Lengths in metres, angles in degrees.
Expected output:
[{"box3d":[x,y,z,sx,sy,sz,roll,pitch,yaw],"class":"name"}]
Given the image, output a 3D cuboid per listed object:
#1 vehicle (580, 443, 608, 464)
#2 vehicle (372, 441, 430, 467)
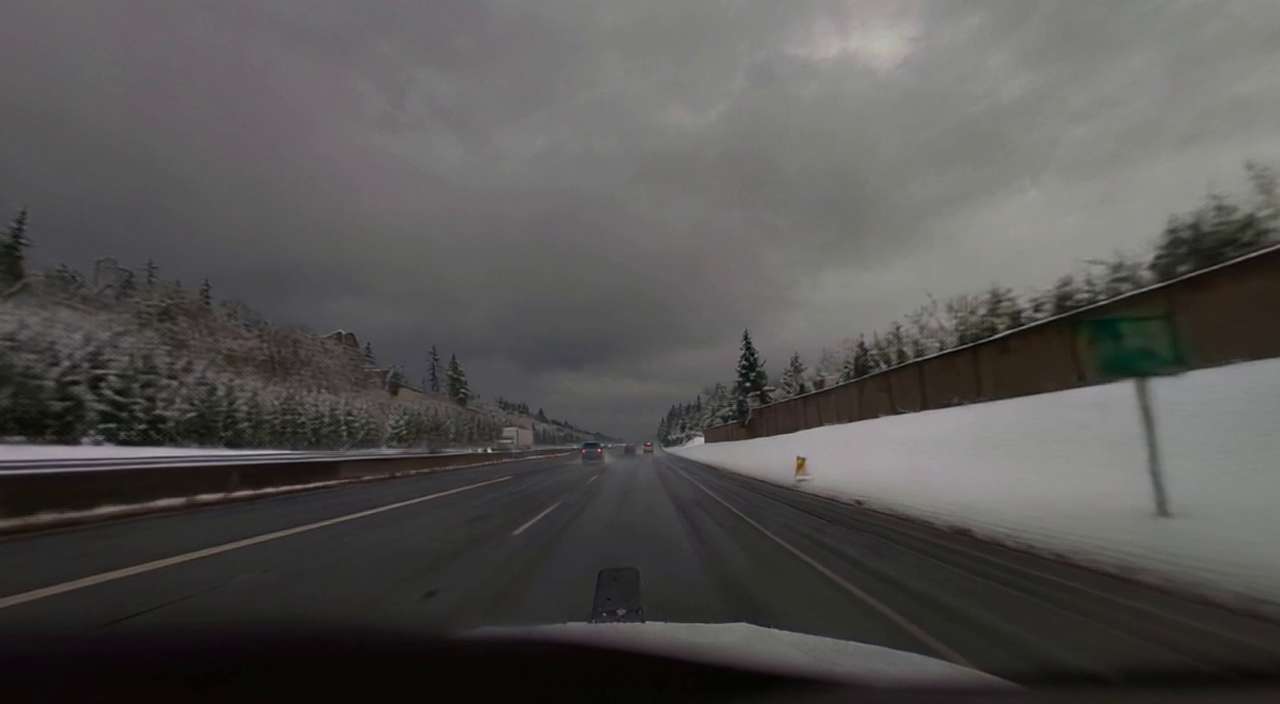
[{"box3d":[-3.541,7.915,49.150,1.921,1.536,3.920,0,-9,0],"class":"vehicle"},{"box3d":[-15.454,6.633,41.129,2.003,1.528,4.634,0,-9,0],"class":"vehicle"}]
